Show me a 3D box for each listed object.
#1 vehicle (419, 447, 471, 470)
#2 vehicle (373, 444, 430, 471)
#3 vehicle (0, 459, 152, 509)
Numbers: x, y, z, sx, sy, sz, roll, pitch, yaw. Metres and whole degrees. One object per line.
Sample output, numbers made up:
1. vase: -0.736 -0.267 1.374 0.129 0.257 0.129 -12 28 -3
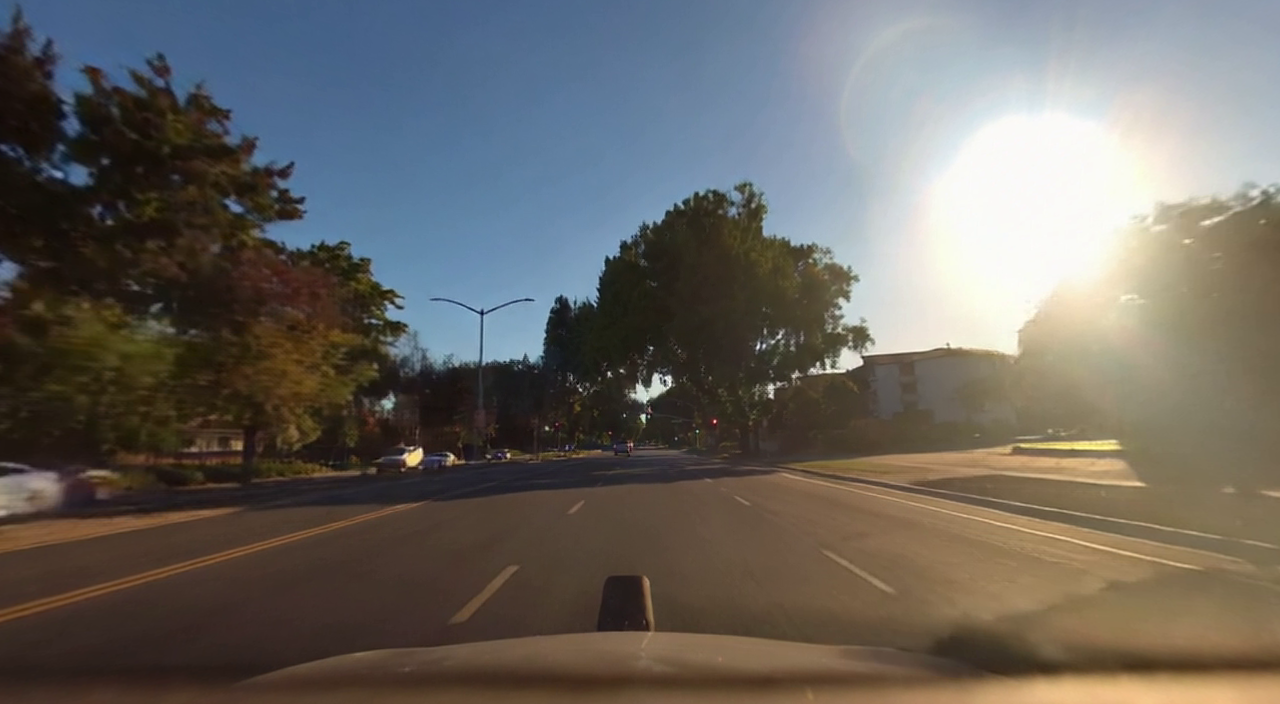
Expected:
1. vehicle: -13.079 7.145 42.610 1.954 1.457 4.516 -1 -9 2
2. vehicle: -16.707 7.410 44.480 2.072 1.727 4.786 0 -9 1
3. vehicle: -20.856 4.731 23.051 2.062 1.504 4.877 0 -9 0
